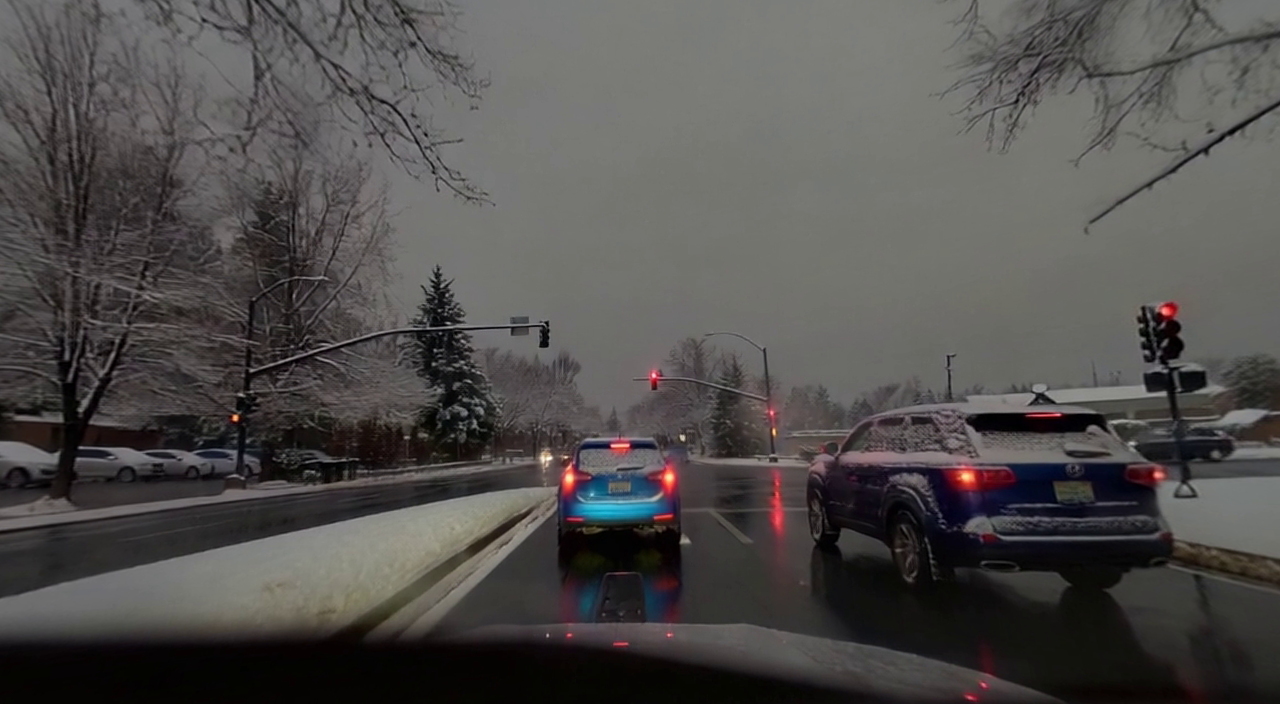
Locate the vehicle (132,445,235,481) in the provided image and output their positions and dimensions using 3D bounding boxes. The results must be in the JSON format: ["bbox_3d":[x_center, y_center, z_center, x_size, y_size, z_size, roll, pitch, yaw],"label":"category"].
[{"bbox_3d":[-28.581,6.934,39.795,4.943,2.110,2.217,5,-10,-32],"label":"vehicle"}]

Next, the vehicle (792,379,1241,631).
[{"bbox_3d":[3.195,1.403,6.718,2.046,1.768,4.370,0,-9,0],"label":"vehicle"}]

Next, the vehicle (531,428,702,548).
[{"bbox_3d":[-0.328,2.091,10.468,2.177,1.512,4.682,0,-9,-1],"label":"vehicle"}]
